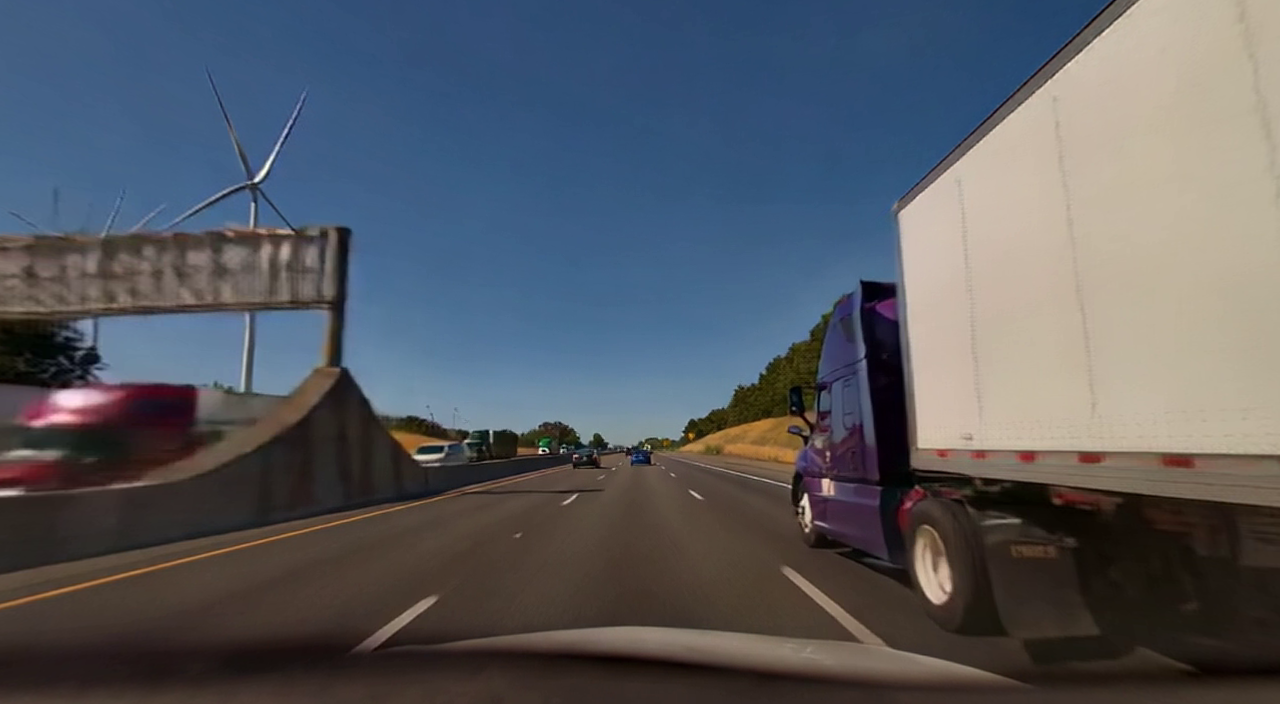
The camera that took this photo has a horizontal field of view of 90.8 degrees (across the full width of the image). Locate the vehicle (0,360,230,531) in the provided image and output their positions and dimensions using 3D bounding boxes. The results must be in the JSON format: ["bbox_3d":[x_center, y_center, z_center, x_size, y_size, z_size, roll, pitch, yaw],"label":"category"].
[{"bbox_3d":[-11.869,1.927,12.841,2.445,2.805,6.838,0,-9,-1],"label":"vehicle"}]

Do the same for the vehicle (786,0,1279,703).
[{"bbox_3d":[3.700,0.341,6.236,2.983,3.940,5.919,0,-9,0],"label":"vehicle"}]

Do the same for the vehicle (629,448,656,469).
[{"bbox_3d":[0.149,7.919,47.032,1.931,1.453,3.695,0,-9,0],"label":"vehicle"}]

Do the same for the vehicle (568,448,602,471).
[{"bbox_3d":[-3.841,7.521,44.363,1.952,1.521,4.095,0,-9,1],"label":"vehicle"}]

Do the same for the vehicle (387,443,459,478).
[{"bbox_3d":[-11.772,5.919,34.665,2.113,1.770,4.939,0,-9,1],"label":"vehicle"}]
